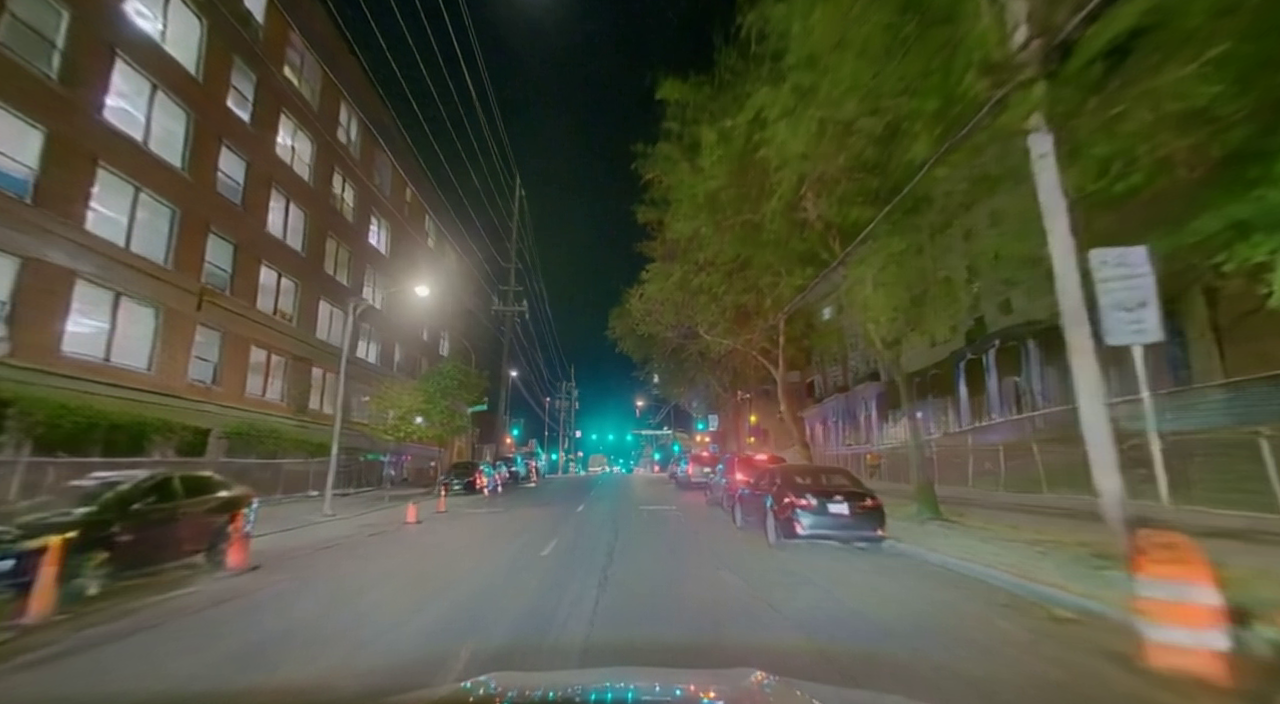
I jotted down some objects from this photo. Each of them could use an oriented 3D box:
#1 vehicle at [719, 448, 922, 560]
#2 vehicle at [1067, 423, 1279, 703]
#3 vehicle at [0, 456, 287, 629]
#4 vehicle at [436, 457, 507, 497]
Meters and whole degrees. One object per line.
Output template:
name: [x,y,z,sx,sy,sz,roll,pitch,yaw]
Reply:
vehicle: [2.768,2.447,11.063,2.010,1.499,4.754,0,-9,-2]
vehicle: [3.182,0.719,0.490,2.077,1.445,4.897,0,-9,-3]
vehicle: [-6.594,2.129,8.048,1.900,1.520,4.320,0,-9,-4]
vehicle: [-6.908,5.176,26.427,1.968,1.450,4.271,0,-9,-3]
